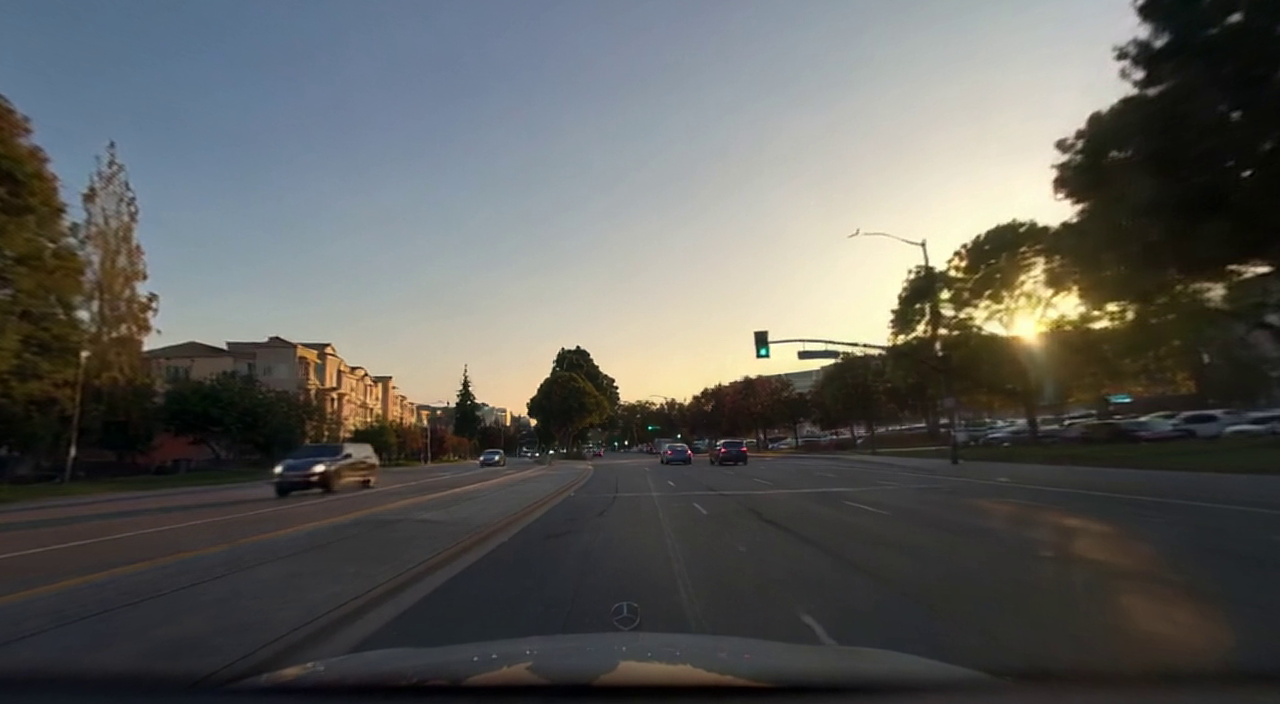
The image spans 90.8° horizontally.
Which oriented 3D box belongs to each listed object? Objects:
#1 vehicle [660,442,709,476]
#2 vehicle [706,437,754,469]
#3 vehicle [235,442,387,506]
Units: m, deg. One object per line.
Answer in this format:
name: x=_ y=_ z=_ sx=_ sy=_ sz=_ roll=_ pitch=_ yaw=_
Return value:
vehicle: x=2.170 y=5.329 z=31.742 sx=1.917 sy=1.538 sz=4.259 roll=0 pitch=-9 yaw=-3
vehicle: x=5.300 y=5.995 z=37.688 sx=1.946 sy=1.773 sz=4.641 roll=0 pitch=-9 yaw=-3
vehicle: x=-9.149 y=3.398 z=18.148 sx=1.843 sy=1.564 sz=4.811 roll=0 pitch=-9 yaw=-1
